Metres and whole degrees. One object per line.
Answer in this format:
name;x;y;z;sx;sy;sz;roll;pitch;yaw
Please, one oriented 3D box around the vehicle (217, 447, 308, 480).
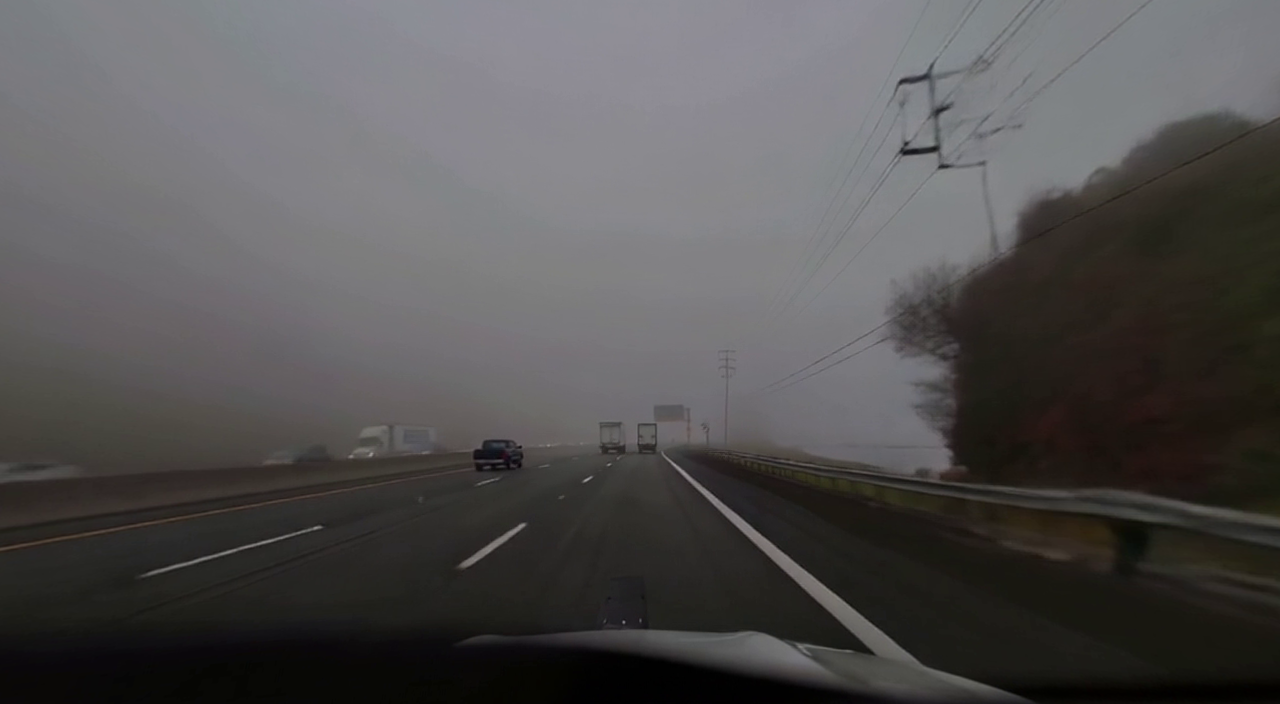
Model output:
vehicle;-20.789;6.123;35.029;2.162;1.661;4.641;0;-8;0
